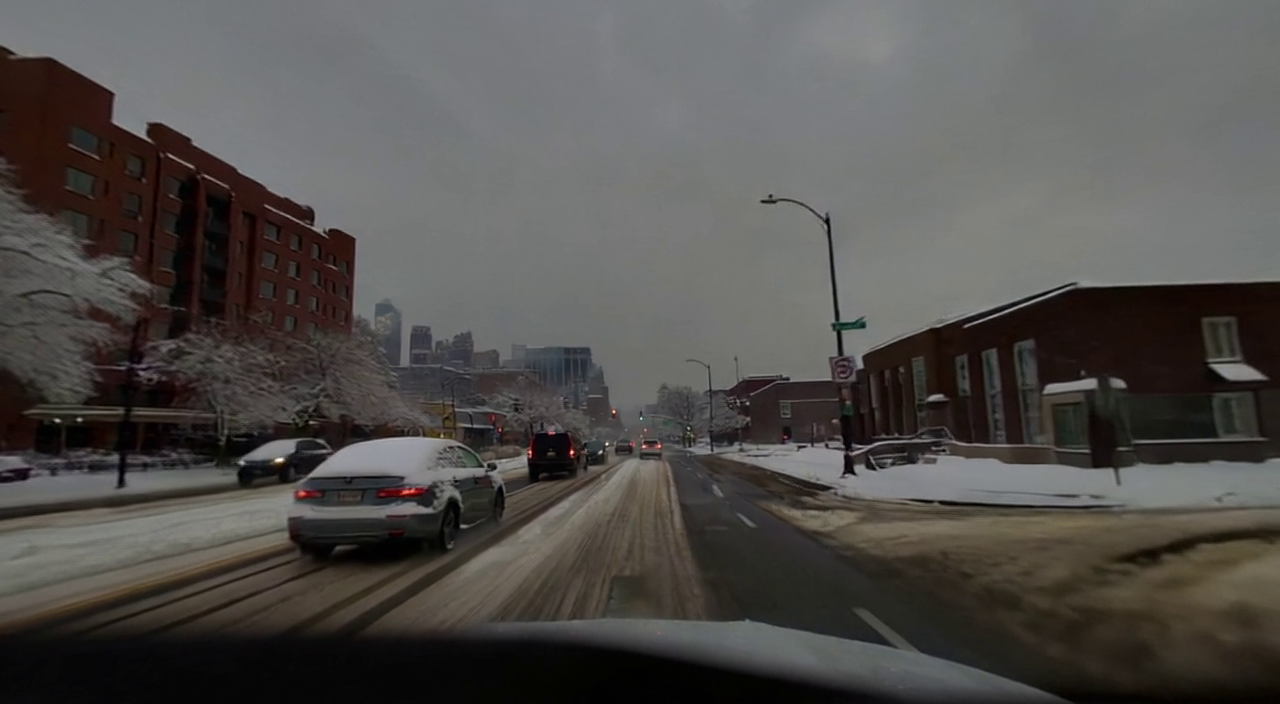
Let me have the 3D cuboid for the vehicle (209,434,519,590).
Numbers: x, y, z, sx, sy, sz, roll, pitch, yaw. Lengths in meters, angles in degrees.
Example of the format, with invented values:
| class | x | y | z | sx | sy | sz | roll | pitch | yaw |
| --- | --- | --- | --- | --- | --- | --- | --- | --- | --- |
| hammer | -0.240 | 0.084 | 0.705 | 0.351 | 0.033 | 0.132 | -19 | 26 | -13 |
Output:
| class | x | y | z | sx | sy | sz | roll | pitch | yaw |
| --- | --- | --- | --- | --- | --- | --- | --- | --- | --- |
| vehicle | -2.962 | 1.804 | 8.005 | 1.959 | 1.406 | 4.272 | 0 | -9 | 1 |

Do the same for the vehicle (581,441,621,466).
| class | x | y | z | sx | sy | sz | roll | pitch | yaw |
| --- | --- | --- | --- | --- | --- | --- | --- | --- | --- |
| vehicle | -2.456 | 6.542 | 40.801 | 2.246 | 1.481 | 4.146 | -1 | -9 | 1 |

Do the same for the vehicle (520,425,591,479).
| class | x | y | z | sx | sy | sz | roll | pitch | yaw |
| --- | --- | --- | --- | --- | --- | --- | --- | --- | --- |
| vehicle | -3.296 | 4.050 | 25.661 | 2.152 | 1.987 | 4.527 | -1 | -9 | 1 |

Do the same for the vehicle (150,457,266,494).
| class | x | y | z | sx | sy | sz | roll | pitch | yaw |
| --- | --- | --- | --- | --- | --- | --- | --- | --- | --- |
| vehicle | -19.618 | 5.615 | 28.948 | 1.878 | 1.472 | 4.736 | -1 | -9 | 1 |
